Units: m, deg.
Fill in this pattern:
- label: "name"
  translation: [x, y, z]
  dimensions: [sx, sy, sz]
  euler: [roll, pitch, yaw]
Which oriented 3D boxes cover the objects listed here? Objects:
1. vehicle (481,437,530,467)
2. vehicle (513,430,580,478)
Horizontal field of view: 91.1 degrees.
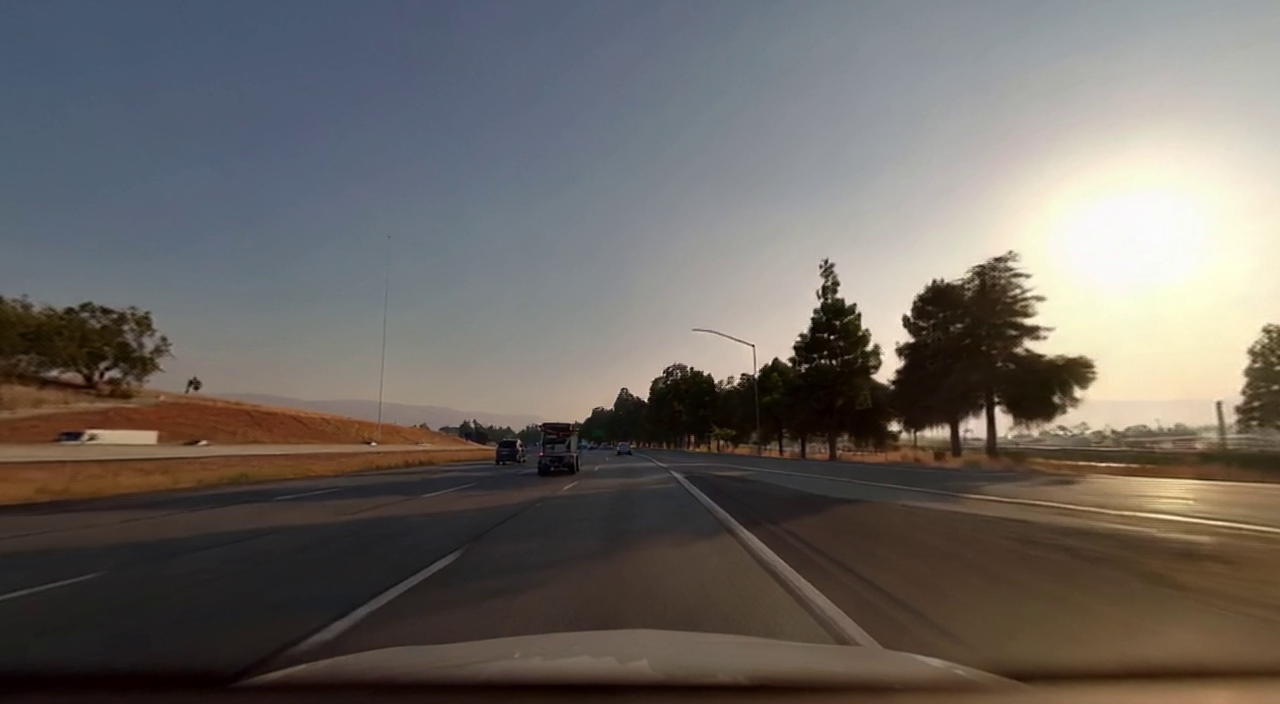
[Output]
- label: "vehicle"
  translation: [-8.256, 6.183, 39.085]
  dimensions: [2.078, 1.729, 4.722]
  euler: [0, -9, -1]
- label: "vehicle"
  translation: [-3.676, 4.092, 25.325]
  dimensions: [2.194, 1.766, 3.720]
  euler: [0, -9, -1]
